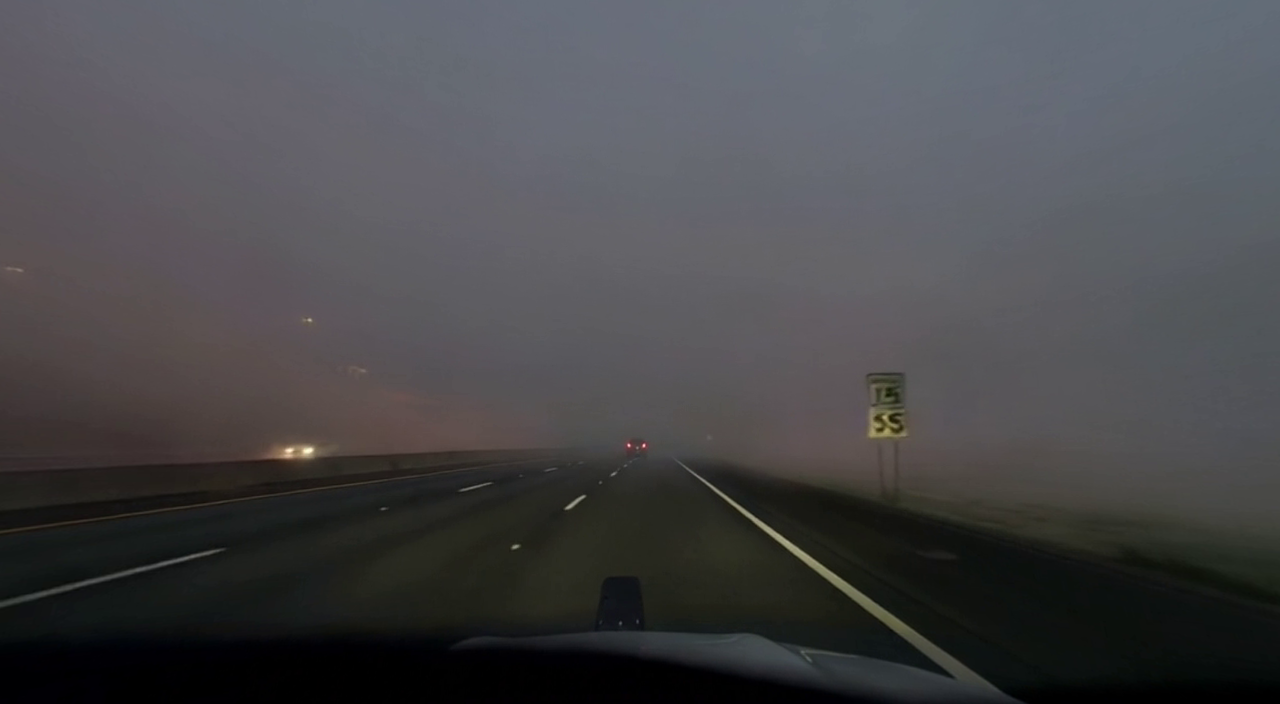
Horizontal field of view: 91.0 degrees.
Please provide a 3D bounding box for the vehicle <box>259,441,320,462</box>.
[{"bbox_3d":[-27.185,7.726,49.008,1.857,1.509,4.825,0,-9,2],"label":"vehicle"}]
